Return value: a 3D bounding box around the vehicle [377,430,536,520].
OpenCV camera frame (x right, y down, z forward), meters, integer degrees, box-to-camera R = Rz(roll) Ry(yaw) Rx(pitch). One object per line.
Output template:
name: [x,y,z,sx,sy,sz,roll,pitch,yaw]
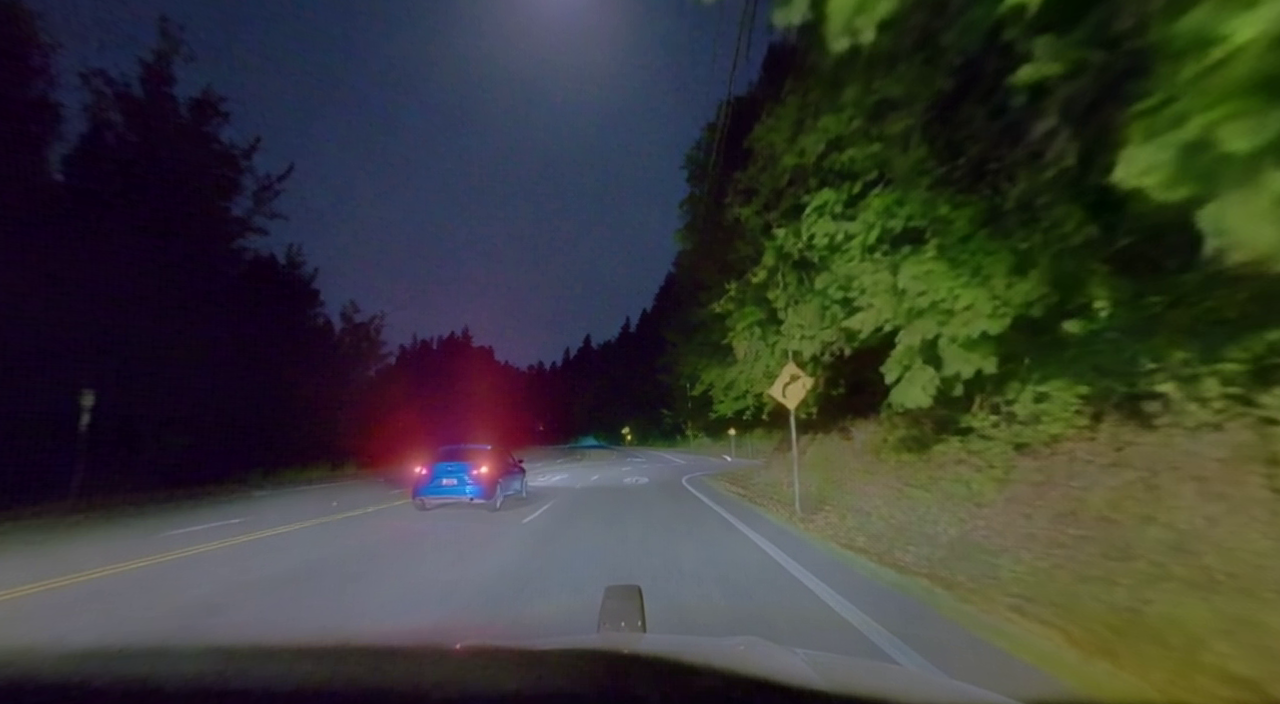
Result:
vehicle: [-3.630,2.533,13.369,2.078,1.607,3.959,0,-9,1]
